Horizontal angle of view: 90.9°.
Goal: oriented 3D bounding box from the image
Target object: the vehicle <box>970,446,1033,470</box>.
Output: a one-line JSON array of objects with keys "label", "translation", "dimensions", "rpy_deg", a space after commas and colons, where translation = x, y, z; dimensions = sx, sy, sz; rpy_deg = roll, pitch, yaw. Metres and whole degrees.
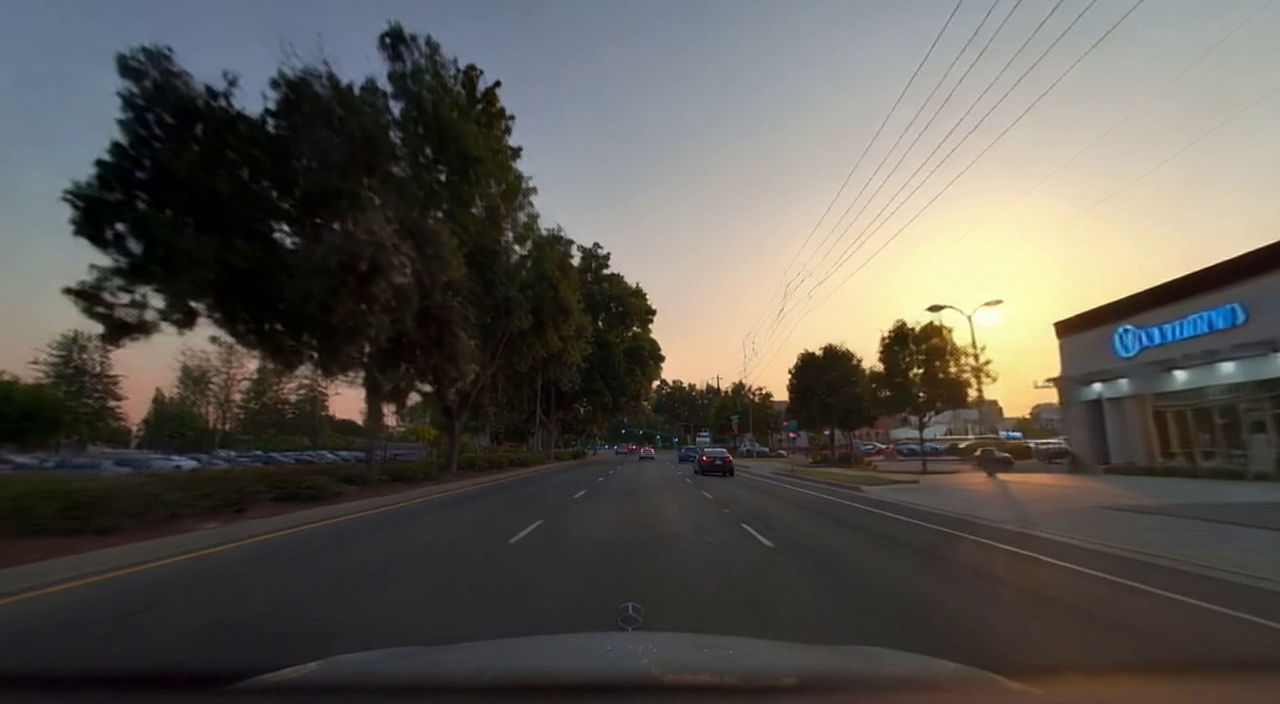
[{"label": "vehicle", "translation": [26.600, 7.807, 46.565], "dimensions": [1.959, 1.646, 4.226], "rpy_deg": [1, -8, -4]}]

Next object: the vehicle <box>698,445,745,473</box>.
[{"label": "vehicle", "translation": [4.455, 5.934, 35.150], "dimensions": [1.916, 1.459, 4.335], "rpy_deg": [0, -8, -1]}]

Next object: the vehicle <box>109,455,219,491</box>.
[{"label": "vehicle", "translation": [-22.707, 5.764, 30.325], "dimensions": [1.841, 1.510, 4.389], "rpy_deg": [0, -8, 0]}]

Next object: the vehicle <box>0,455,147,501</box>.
[{"label": "vehicle", "translation": [-22.695, 5.005, 25.462], "dimensions": [1.674, 1.483, 4.741], "rpy_deg": [-4, -8, 1]}]
